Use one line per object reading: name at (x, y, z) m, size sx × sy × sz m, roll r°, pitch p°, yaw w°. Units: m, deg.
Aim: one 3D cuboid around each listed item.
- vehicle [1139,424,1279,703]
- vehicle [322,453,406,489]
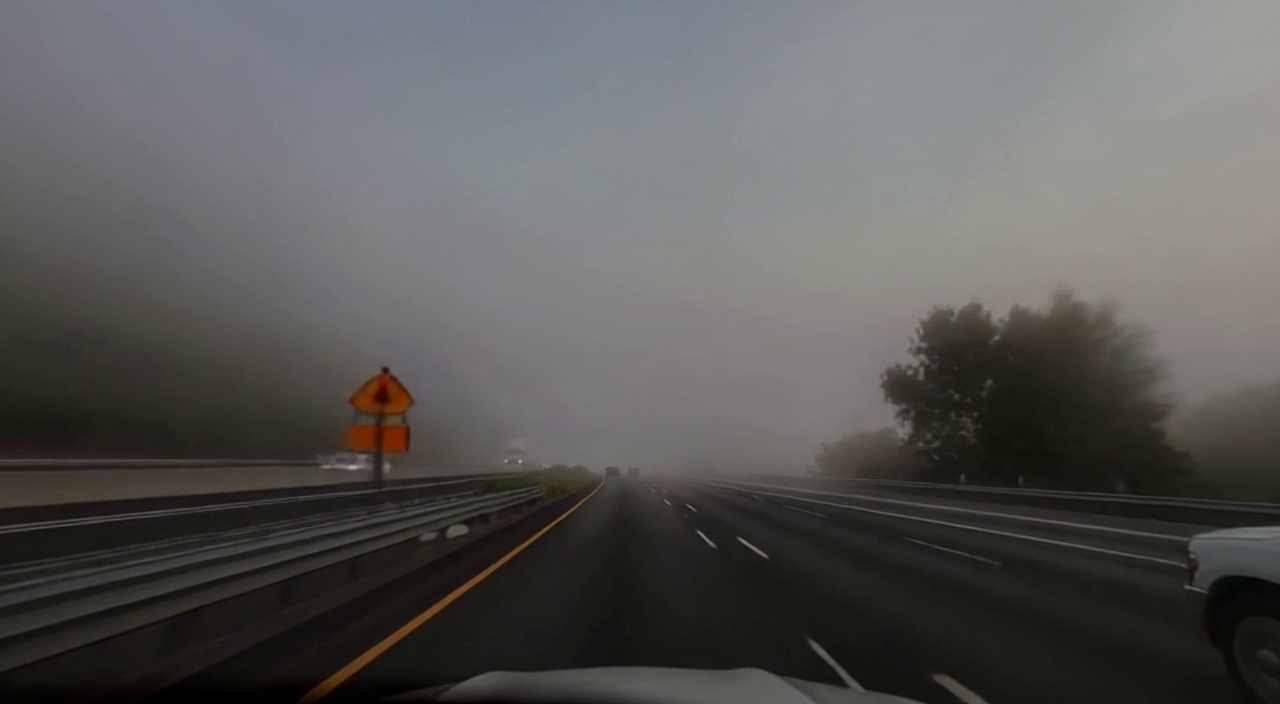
vehicle at (4.084, 0.844, 1.502) m, size 1.965 × 1.502 × 4.599 m, roll 1°, pitch -10°, yaw 0°
vehicle at (-12.802, 5.575, 29.473) m, size 1.921 × 1.493 × 4.470 m, roll 1°, pitch -10°, yaw -1°
